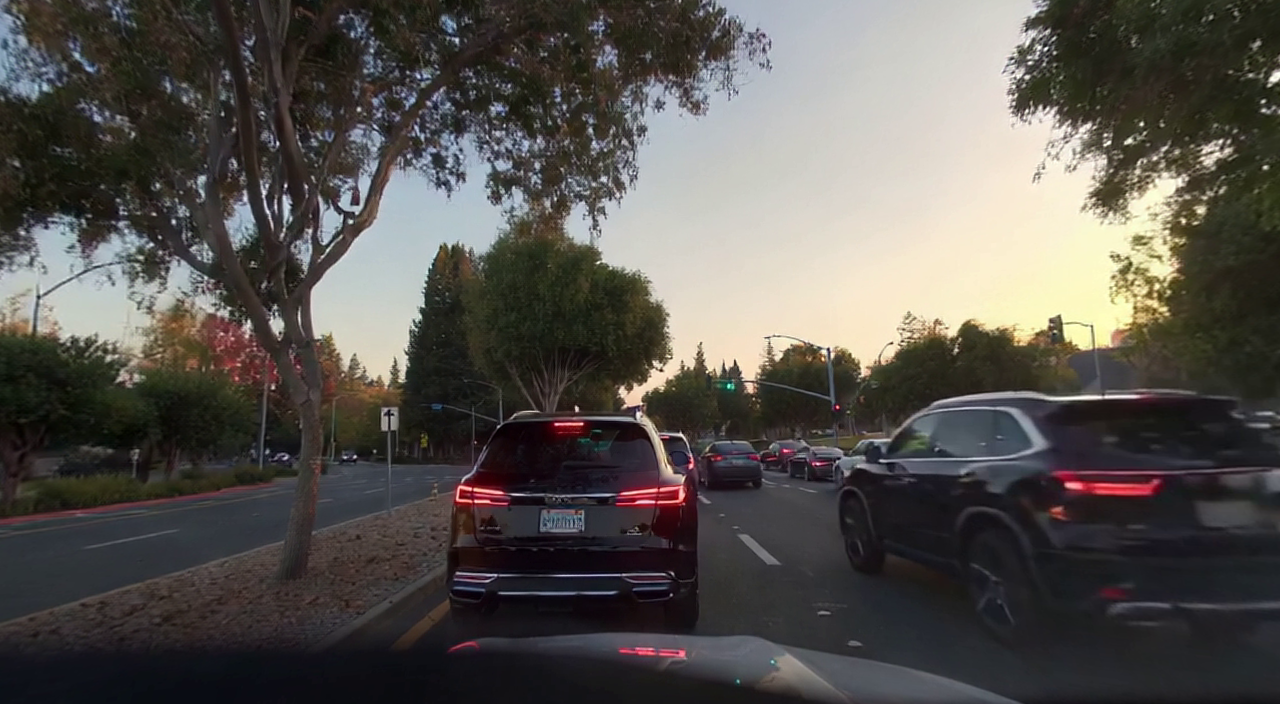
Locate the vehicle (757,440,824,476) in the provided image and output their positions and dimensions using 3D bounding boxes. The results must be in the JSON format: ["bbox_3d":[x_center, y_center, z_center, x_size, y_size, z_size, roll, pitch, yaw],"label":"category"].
[{"bbox_3d":[6.706,4.757,28.660,1.917,1.489,4.625,0,-9,0],"label":"vehicle"}]

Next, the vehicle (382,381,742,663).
[{"bbox_3d":[-0.422,1.353,6.083,2.201,1.709,4.271,0,-9,2],"label":"vehicle"}]

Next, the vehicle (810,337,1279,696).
[{"bbox_3d":[3.402,1.222,5.868,2.200,1.909,4.853,0,-9,-1],"label":"vehicle"}]
